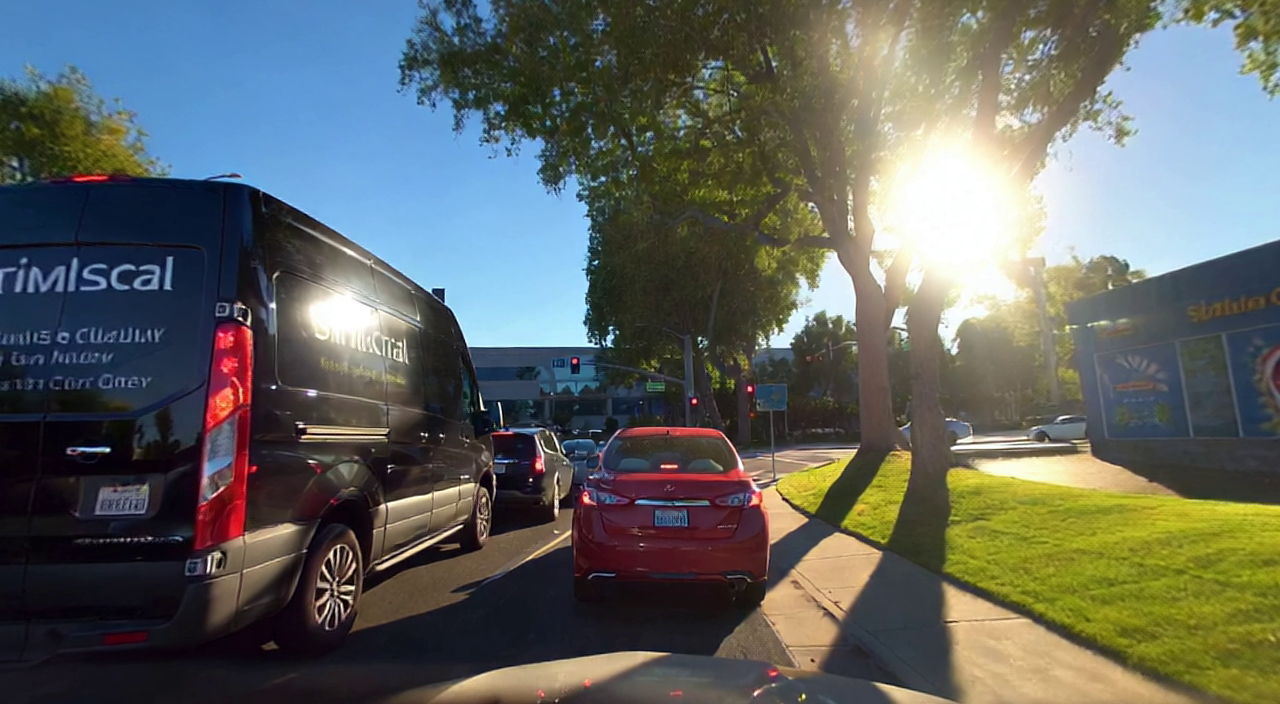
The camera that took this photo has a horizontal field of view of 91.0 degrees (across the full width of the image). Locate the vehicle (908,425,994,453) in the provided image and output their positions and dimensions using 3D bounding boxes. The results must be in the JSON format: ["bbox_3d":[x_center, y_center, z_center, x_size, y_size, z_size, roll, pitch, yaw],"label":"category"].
[{"bbox_3d":[21.935,6.164,44.495,5.021,1.848,2.210,1,-9,-9],"label":"vehicle"}]

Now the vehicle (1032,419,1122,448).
[{"bbox_3d":[32.028,6.015,46.147,5.084,2.041,2.360,2,-9,-10],"label":"vehicle"}]

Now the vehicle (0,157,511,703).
[{"bbox_3d":[-3.118,0.912,5.852,2.555,3.035,5.702,0,-8,0],"label":"vehicle"}]

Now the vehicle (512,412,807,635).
[{"bbox_3d":[0.299,1.706,7.337,2.398,1.773,4.254,-1,-8,4],"label":"vehicle"}]
